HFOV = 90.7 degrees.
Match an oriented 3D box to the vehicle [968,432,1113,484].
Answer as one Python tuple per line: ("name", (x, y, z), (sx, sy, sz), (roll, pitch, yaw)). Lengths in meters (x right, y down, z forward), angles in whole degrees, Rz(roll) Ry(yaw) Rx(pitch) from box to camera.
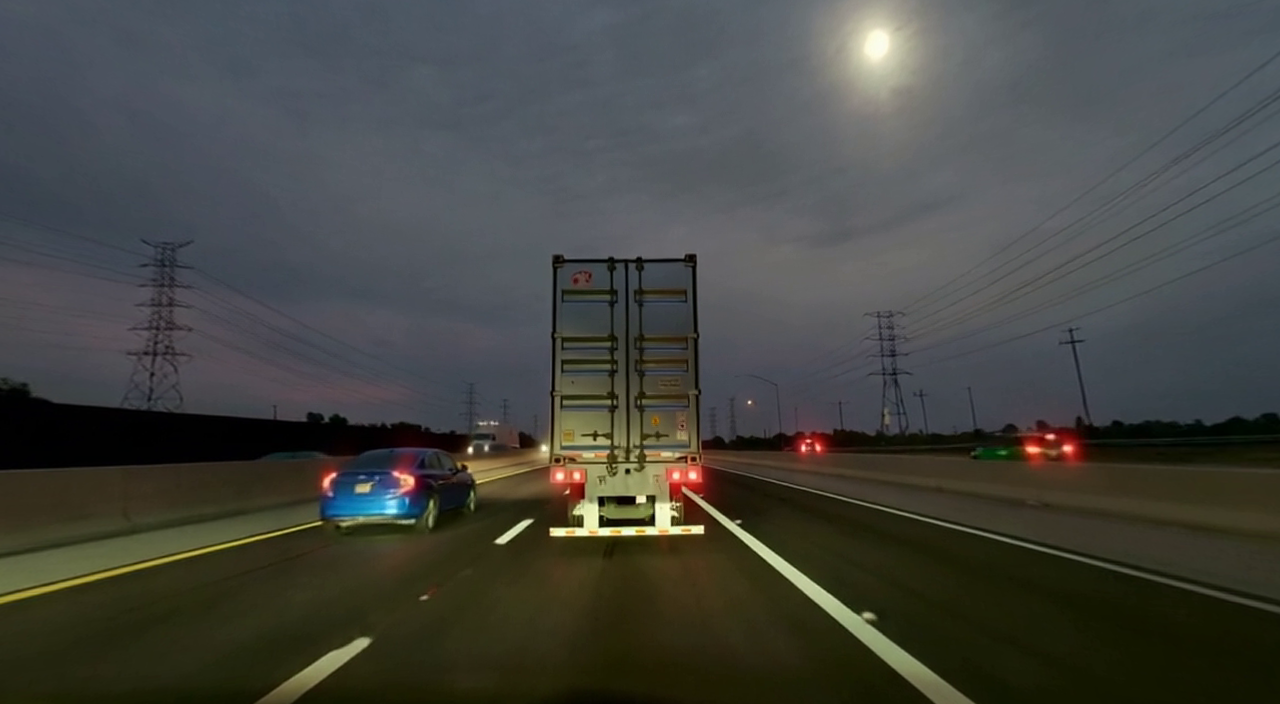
("vehicle", (13.405, 3.579, 21.598), (2.020, 1.546, 4.336), (0, -8, -1))

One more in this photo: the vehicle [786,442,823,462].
("vehicle", (12.729, 7.722, 49.033), (1.766, 1.452, 3.703), (0, -9, -1))

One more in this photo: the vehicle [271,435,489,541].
("vehicle", (-4.265, 2.284, 11.363), (1.993, 1.475, 4.540), (0, -8, 0))

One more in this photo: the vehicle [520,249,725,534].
("vehicle", (-0.293, 1.388, 15.037), (2.841, 4.071, 12.046), (0, -8, 0))
